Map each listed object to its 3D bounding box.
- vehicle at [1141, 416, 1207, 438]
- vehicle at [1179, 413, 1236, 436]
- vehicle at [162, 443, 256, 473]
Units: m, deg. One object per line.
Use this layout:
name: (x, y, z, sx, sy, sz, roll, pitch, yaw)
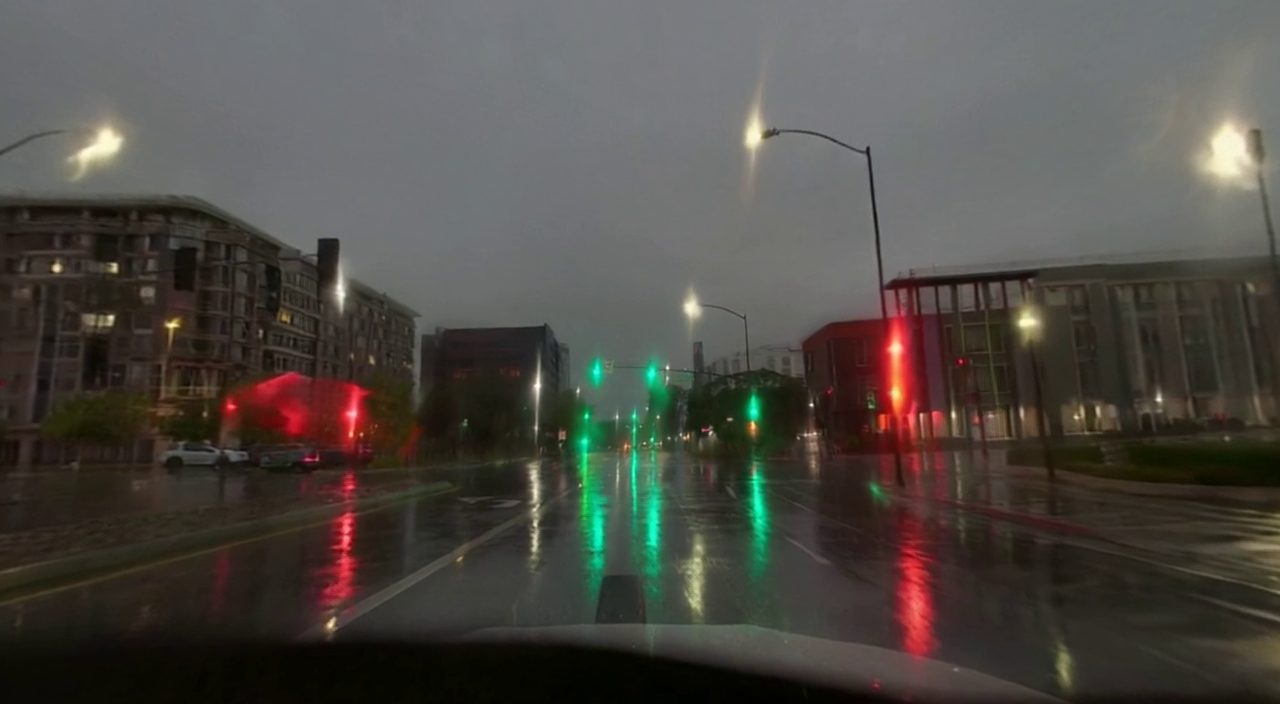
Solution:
vehicle: (39.832, 5.627, 46.942, 4.189, 1.561, 1.947, 4, -10, -23)
vehicle: (44.913, 5.737, 49.821, 4.339, 1.675, 1.812, 5, -10, -27)
vehicle: (-27.960, 6.897, 40.999, 4.603, 1.666, 1.972, -2, -8, -5)
